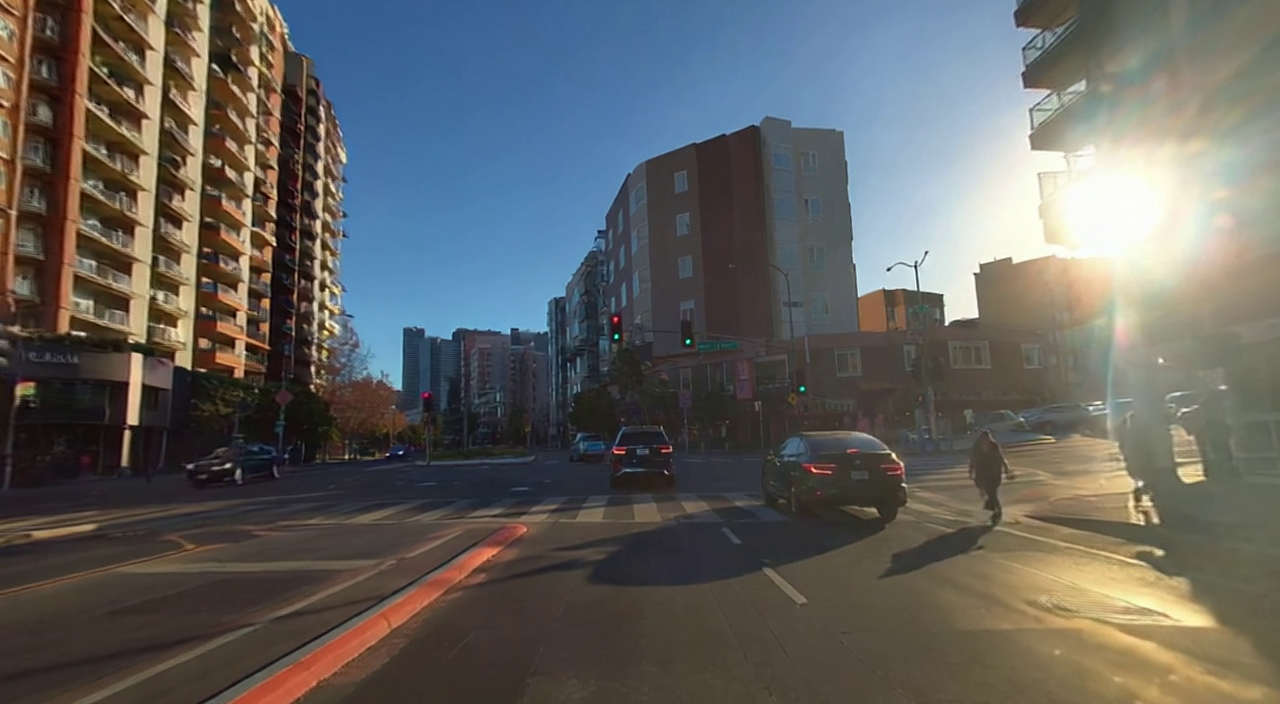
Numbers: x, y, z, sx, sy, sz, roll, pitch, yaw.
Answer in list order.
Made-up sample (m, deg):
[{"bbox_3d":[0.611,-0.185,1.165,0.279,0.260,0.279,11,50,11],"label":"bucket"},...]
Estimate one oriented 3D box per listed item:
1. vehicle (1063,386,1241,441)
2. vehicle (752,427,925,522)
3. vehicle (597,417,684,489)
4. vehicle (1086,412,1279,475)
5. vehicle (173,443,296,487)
[{"bbox_3d":[20.656,2.512,25.702,5.146,1.699,2.269,-5,-7,1],"label":"vehicle"},{"bbox_3d":[3.691,2.363,12.750,1.987,1.538,4.510,0,-8,0],"label":"vehicle"},{"bbox_3d":[0.069,2.827,17.839,2.168,1.776,4.135,0,-8,2],"label":"vehicle"},{"bbox_3d":[14.116,2.304,15.871,4.354,1.466,1.863,0,-8,0],"label":"vehicle"},{"bbox_3d":[-17.100,4.756,26.976,2.132,1.710,4.504,0,-8,2],"label":"vehicle"}]
